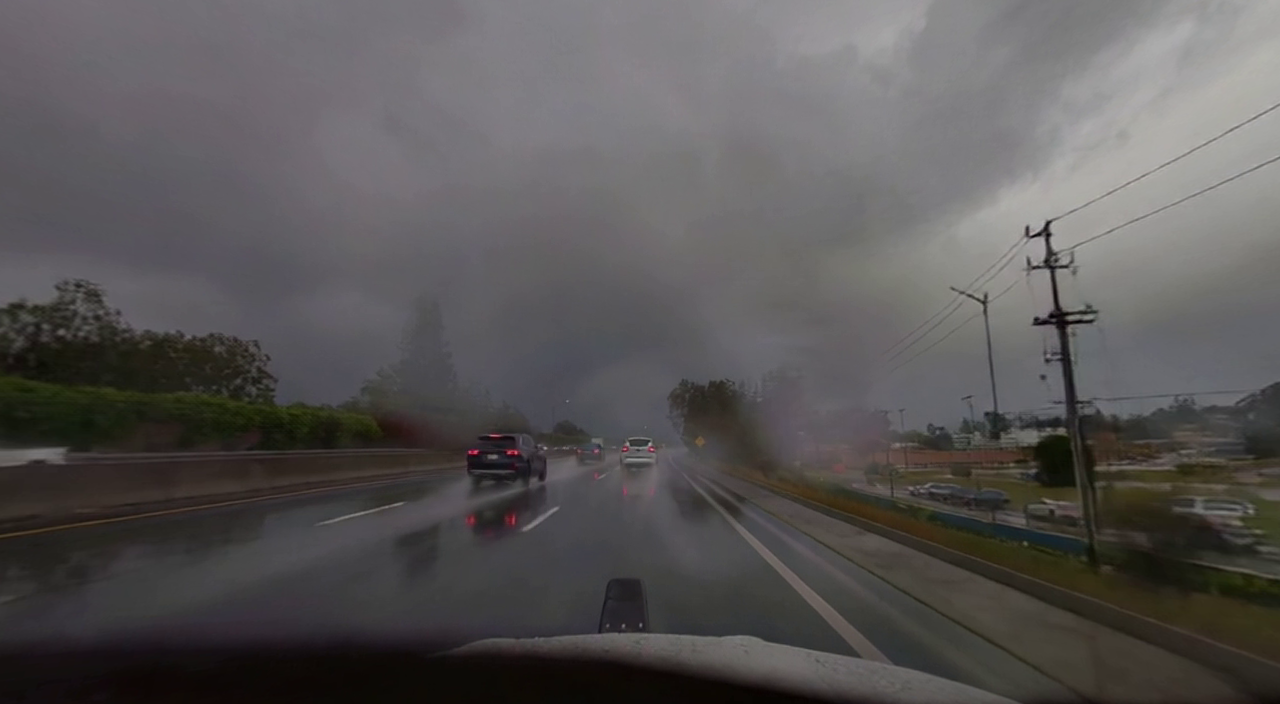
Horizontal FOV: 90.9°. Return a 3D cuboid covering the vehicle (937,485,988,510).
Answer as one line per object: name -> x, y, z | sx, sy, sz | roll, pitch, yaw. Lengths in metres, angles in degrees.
vehicle -> 24.421, 10.997, 47.912 | 1.985, 1.513, 4.339 | -1, -8, 6

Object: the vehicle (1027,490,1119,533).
vehicle -> 22.092, 8.118, 32.448 | 1.826, 1.625, 4.758 | -1, -8, 7

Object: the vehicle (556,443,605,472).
vehicle -> -3.151, 5.734, 34.469 | 2.092, 1.464, 4.466 | 0, -8, 2

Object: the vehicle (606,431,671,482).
vehicle -> -0.010, 4.090, 24.918 | 2.319, 1.813, 4.274 | 0, -8, 1

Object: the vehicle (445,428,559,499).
vehicle -> -3.737, 3.123, 18.044 | 2.104, 1.754, 4.515 | 0, -8, 2

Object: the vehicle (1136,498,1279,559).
vehicle -> 21.654, 6.661, 24.162 | 1.820, 1.768, 4.621 | -2, -10, 6
